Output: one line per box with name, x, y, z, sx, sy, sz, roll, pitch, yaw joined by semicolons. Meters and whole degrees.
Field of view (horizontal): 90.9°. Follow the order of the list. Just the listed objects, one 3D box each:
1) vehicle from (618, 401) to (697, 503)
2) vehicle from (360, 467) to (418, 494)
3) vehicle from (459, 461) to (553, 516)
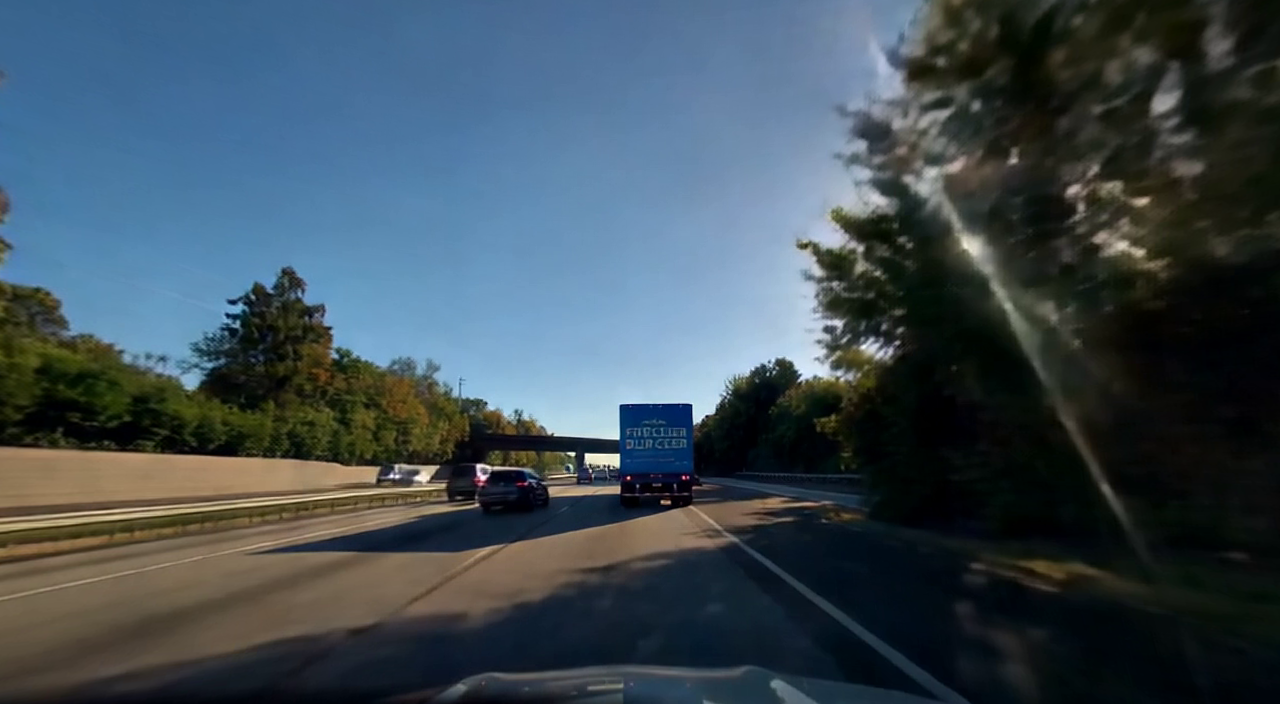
vehicle;0.536;4.650;28.687;2.980;3.834;9.423;1;-10;-2
vehicle;-16.449;8.439;41.524;1.949;1.627;4.472;1;-10;0
vehicle;-4.143;4.310;20.268;1.978;1.516;4.617;1;-10;0
